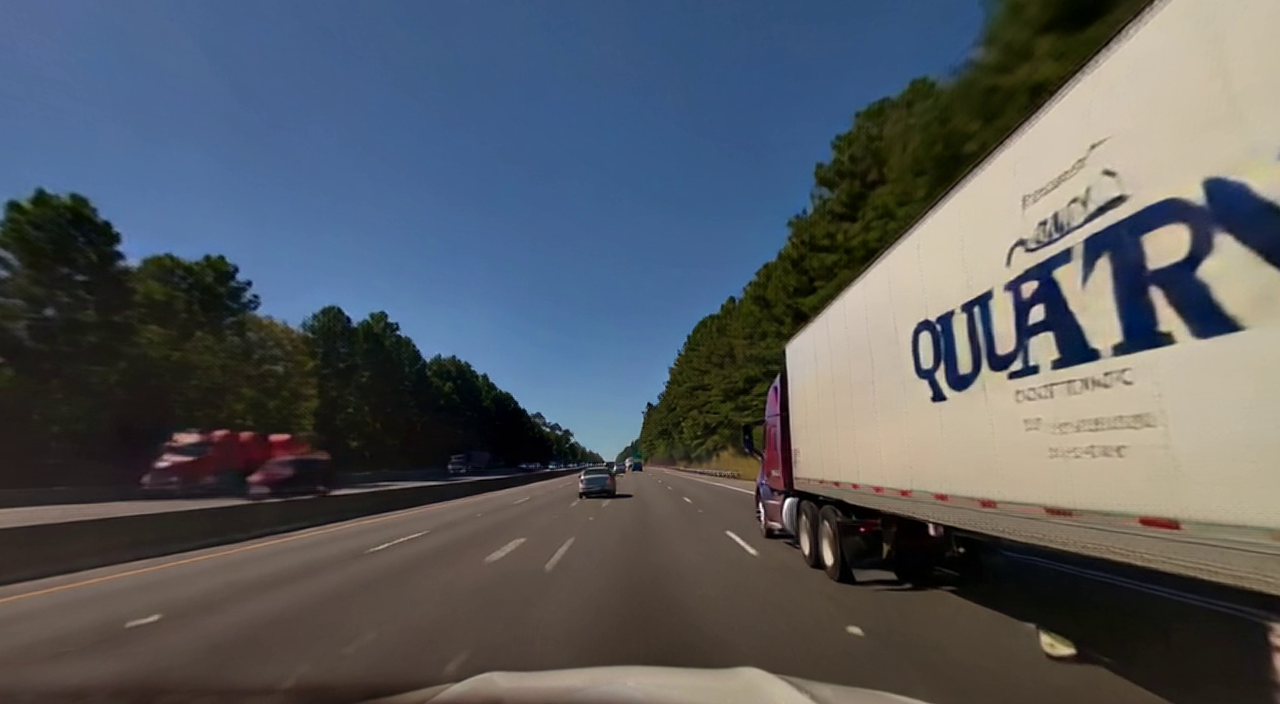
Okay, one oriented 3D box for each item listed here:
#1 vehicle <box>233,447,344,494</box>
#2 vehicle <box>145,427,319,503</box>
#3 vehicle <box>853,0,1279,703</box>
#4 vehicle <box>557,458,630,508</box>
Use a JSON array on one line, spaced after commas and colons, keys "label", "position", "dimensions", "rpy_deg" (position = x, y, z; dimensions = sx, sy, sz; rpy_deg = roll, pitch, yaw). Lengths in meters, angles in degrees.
[{"label": "vehicle", "position": [-15.831, 5.393, 28.791], "dimensions": [2.090, 1.914, 5.099], "rpy_deg": [1, -10, 0]}, {"label": "vehicle", "position": [-20.494, 5.830, 32.625], "dimensions": [2.862, 3.296, 8.901], "rpy_deg": [0, -10, 1]}, {"label": "vehicle", "position": [3.866, -0.316, 1.375], "dimensions": [2.871, 4.032, 10.642], "rpy_deg": [1, -10, -1]}, {"label": "vehicle", "position": [-1.383, 4.153, 20.249], "dimensions": [2.032, 1.407, 3.641], "rpy_deg": [0, -10, 1]}]
